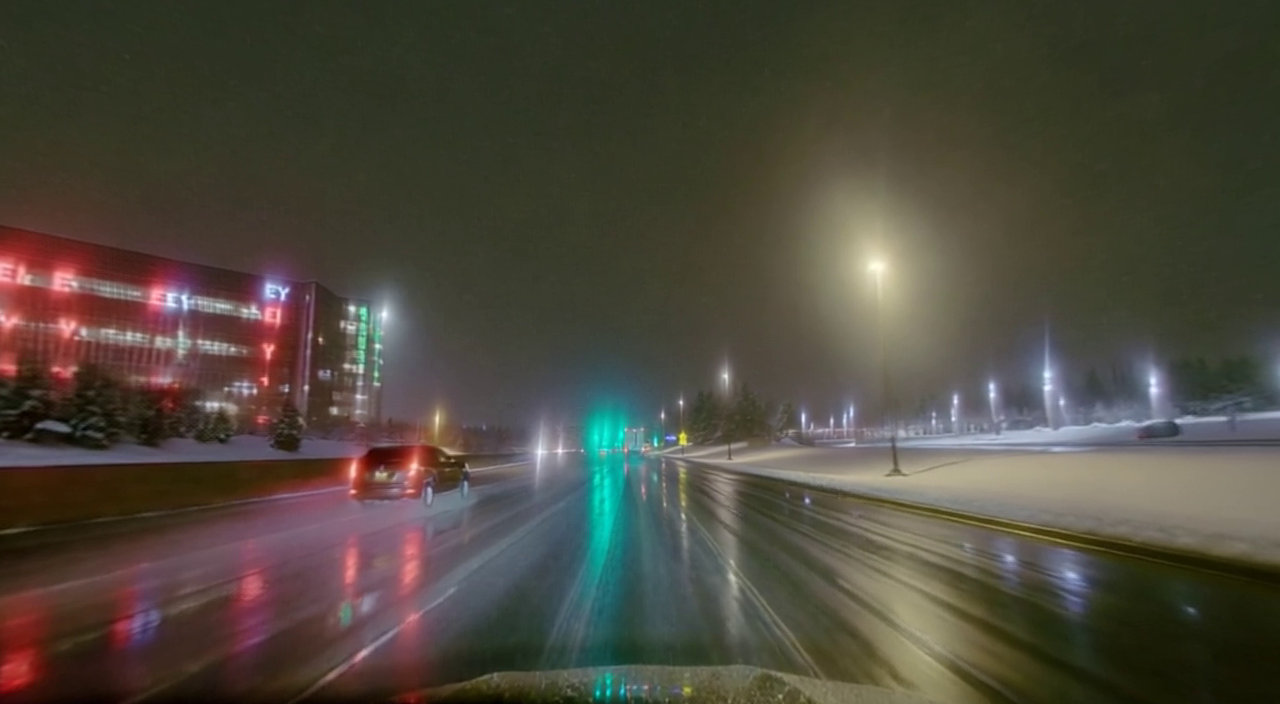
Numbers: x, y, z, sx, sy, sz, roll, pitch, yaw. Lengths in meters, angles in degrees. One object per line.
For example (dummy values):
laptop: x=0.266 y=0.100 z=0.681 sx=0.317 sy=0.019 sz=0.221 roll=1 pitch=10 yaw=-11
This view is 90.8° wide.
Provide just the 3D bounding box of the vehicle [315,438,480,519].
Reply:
vehicle: x=-5.130 y=2.713 z=14.066 sx=1.943 sy=1.510 sz=4.201 roll=0 pitch=-9 yaw=1
